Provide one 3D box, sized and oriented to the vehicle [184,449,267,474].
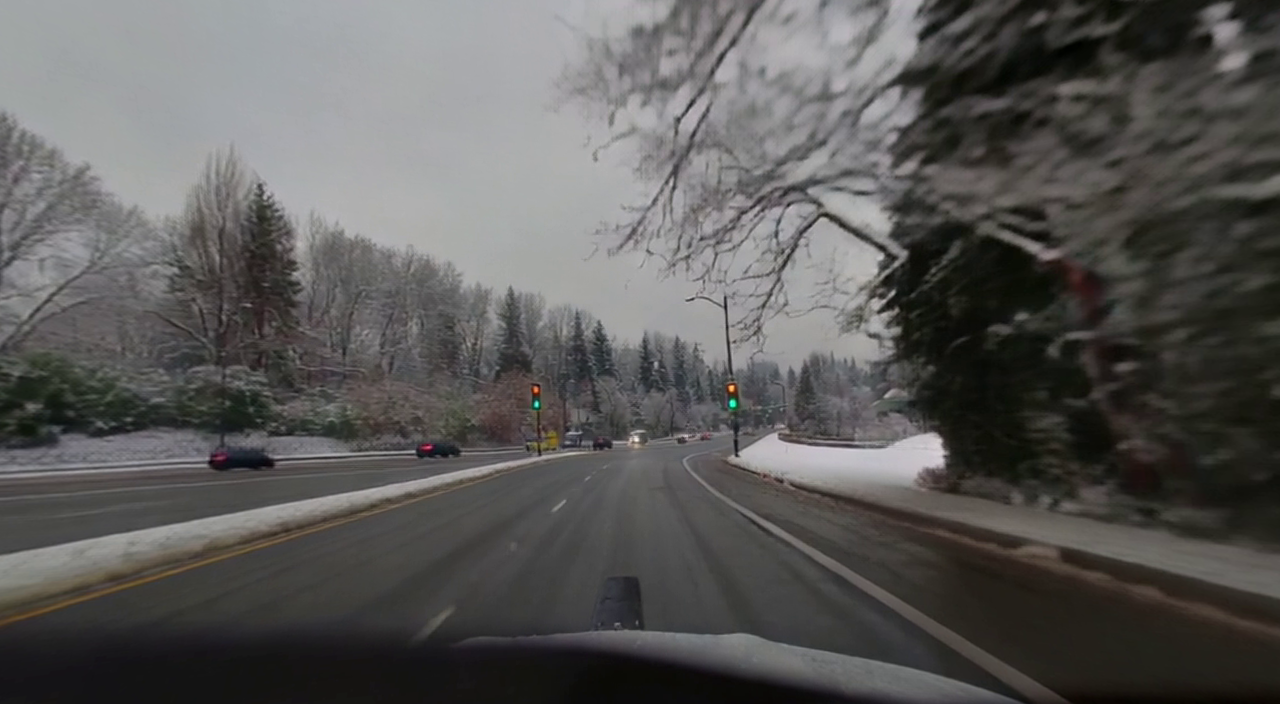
[{"bbox_3d":[-27.692,7.294,42.215,1.865,1.518,4.231,-3,-9,19],"label":"vehicle"}]
